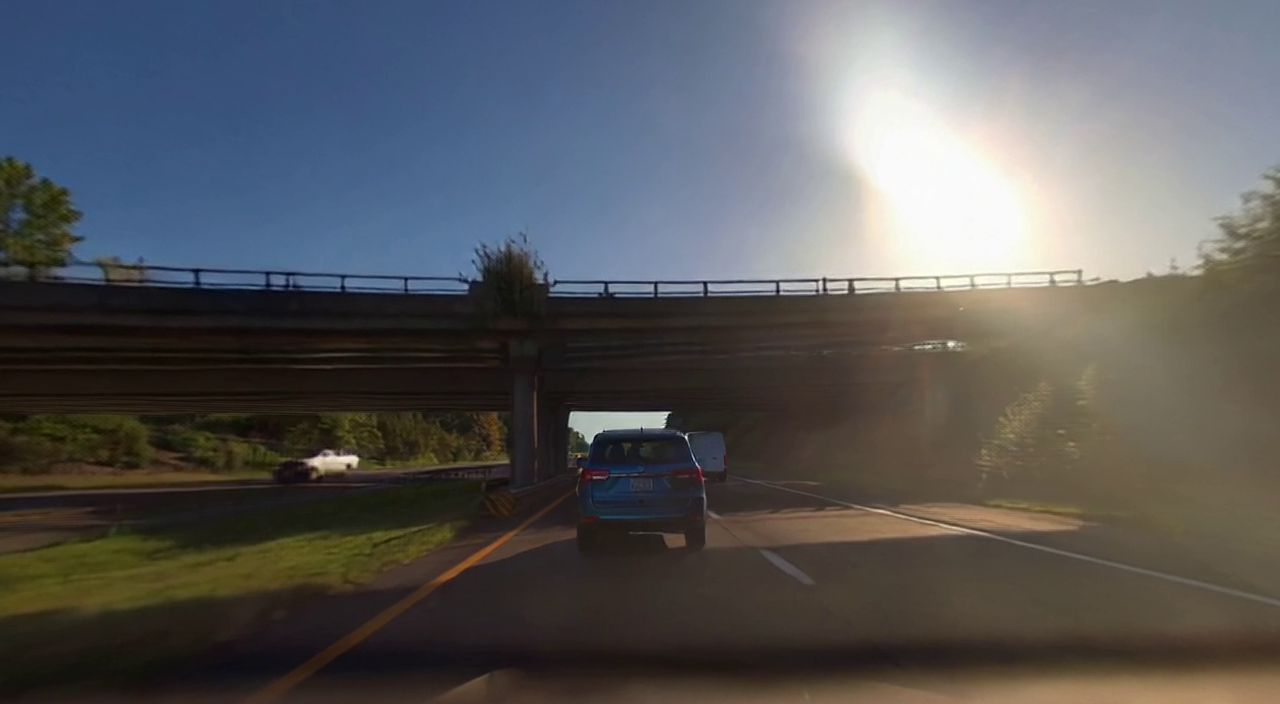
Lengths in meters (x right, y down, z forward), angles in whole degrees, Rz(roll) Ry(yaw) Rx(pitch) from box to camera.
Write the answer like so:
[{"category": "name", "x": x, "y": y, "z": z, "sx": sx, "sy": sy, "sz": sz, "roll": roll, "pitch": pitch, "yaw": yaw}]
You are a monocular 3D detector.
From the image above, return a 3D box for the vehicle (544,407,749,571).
[{"category": "vehicle", "x": 0.079, "y": 1.860, "z": 9.177, "sx": 2.288, "sy": 1.823, "sz": 4.059, "roll": 0, "pitch": -9, "yaw": 0}]

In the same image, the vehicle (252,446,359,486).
[{"category": "vehicle", "x": -13.352, "y": 4.565, "z": 25.529, "sx": 1.836, "sy": 1.465, "sz": 4.514, "roll": 0, "pitch": -9, "yaw": 0}]
